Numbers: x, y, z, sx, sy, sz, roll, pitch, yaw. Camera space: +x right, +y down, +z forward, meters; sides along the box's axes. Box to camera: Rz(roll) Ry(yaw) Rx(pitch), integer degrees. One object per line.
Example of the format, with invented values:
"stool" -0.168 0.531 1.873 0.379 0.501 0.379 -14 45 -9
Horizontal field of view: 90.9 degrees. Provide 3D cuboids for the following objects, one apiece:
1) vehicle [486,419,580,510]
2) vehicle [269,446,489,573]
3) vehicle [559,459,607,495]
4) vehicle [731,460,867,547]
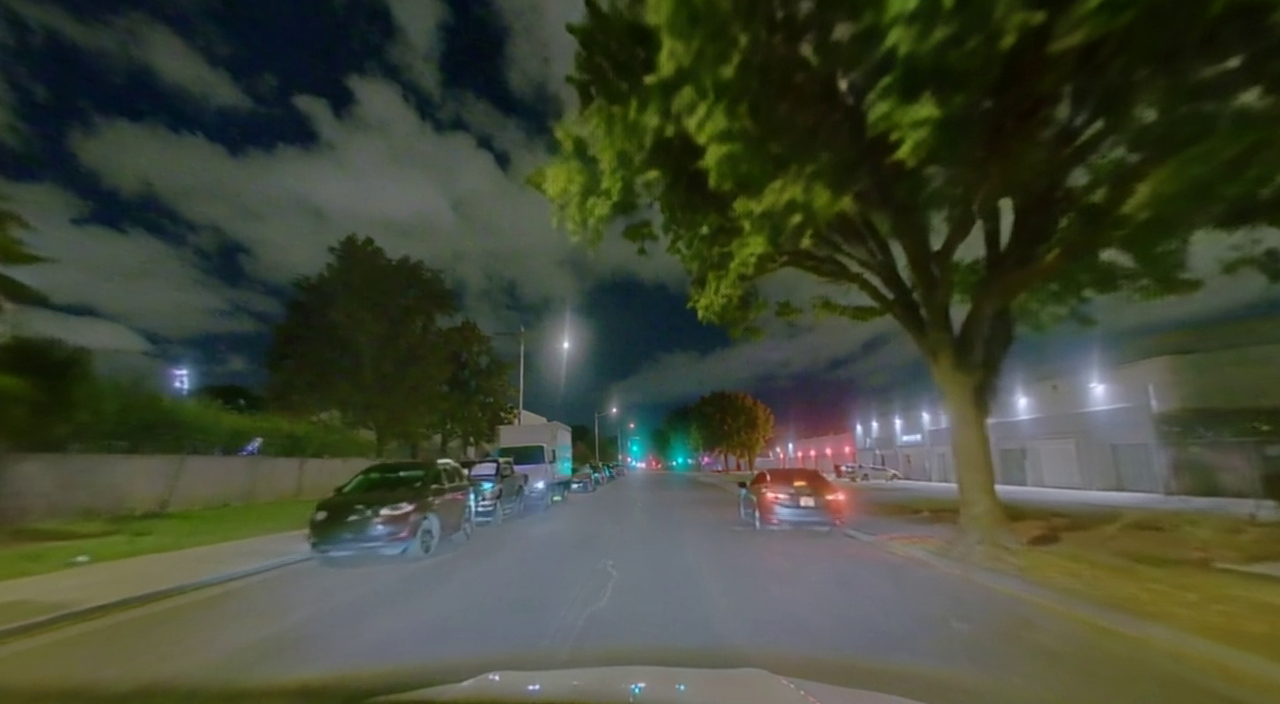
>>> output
"vehicle" -3.504 3.930 21.996 2.242 2.726 5.581 1 -11 0
"vehicle" -3.893 2.417 10.199 1.835 1.625 3.674 0 -11 2
"vehicle" -2.917 6.529 33.220 1.886 1.640 4.311 1 -8 2
"vehicle" 3.036 2.991 12.905 1.819 1.446 3.909 1 -11 1
